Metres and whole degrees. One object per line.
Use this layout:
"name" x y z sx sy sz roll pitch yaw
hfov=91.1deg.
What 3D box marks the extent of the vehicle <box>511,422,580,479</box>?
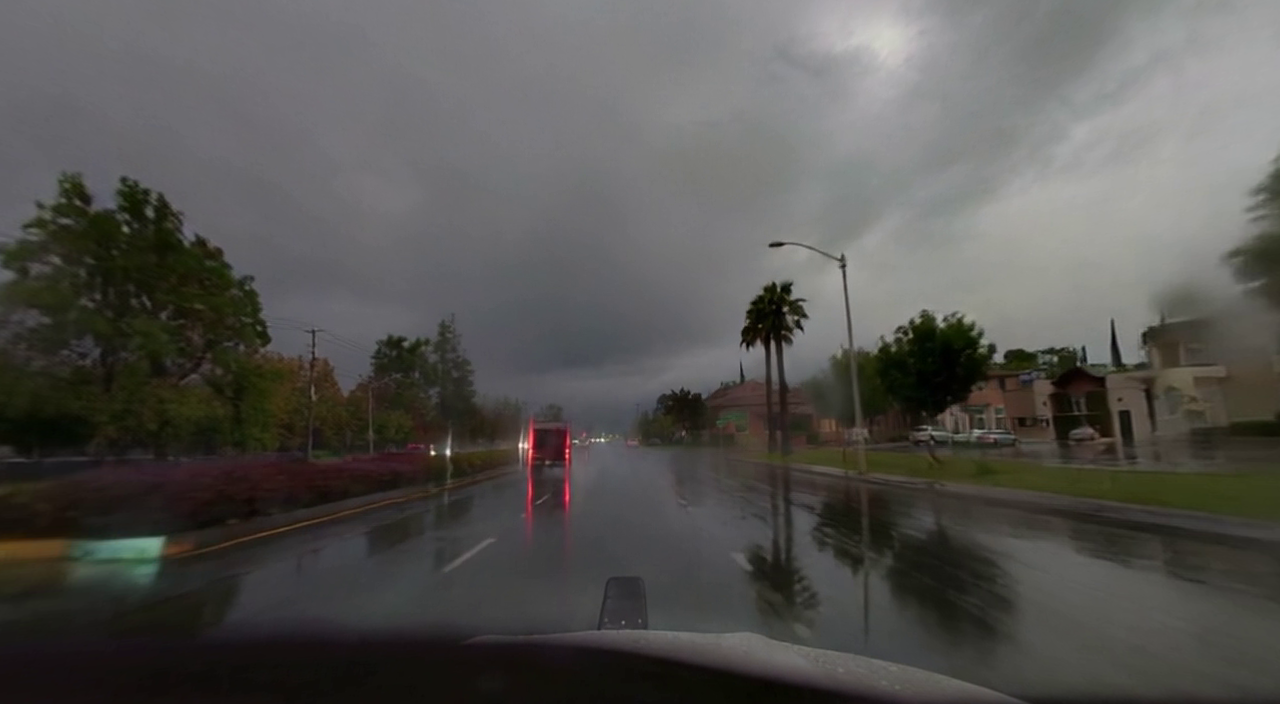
"vehicle" -3.947 4.277 27.404 2.507 2.161 6.049 1 -9 -5
